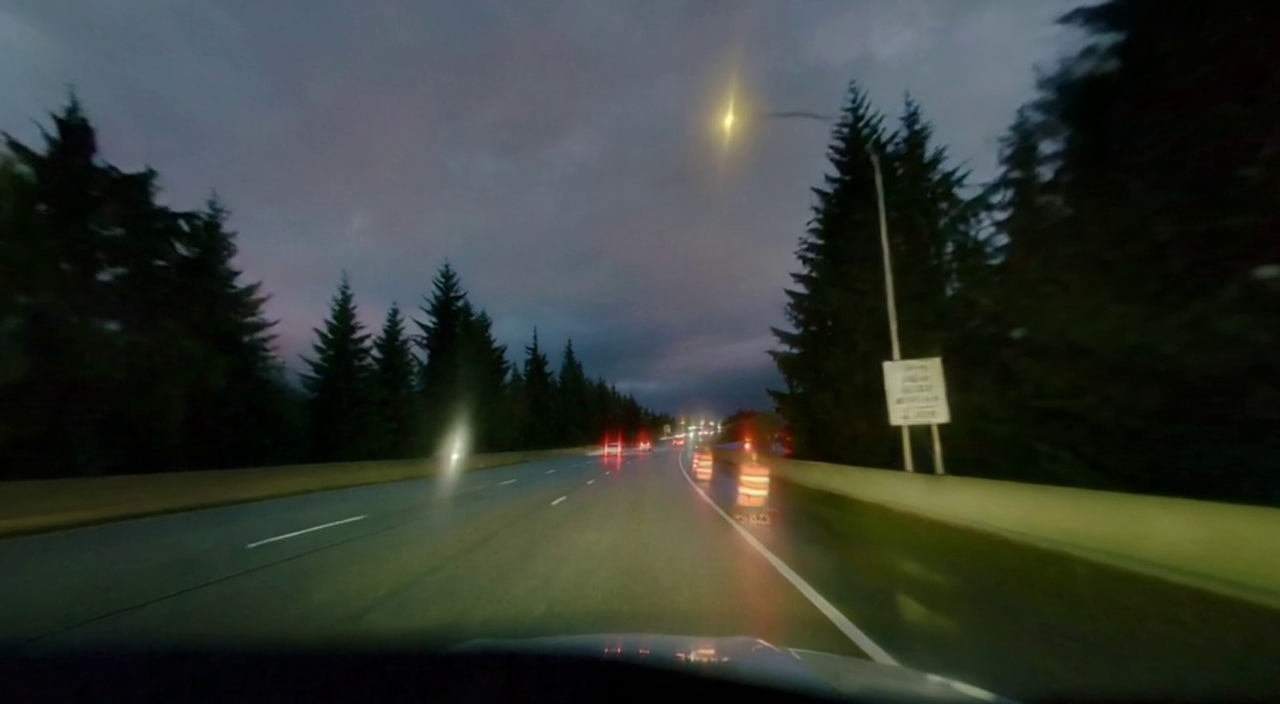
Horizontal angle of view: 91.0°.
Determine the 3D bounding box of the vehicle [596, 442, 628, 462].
[{"bbox_3d":[-2.100,7.661,48.510,2.118,1.475,4.263,-1,-8,2],"label":"vehicle"}]
